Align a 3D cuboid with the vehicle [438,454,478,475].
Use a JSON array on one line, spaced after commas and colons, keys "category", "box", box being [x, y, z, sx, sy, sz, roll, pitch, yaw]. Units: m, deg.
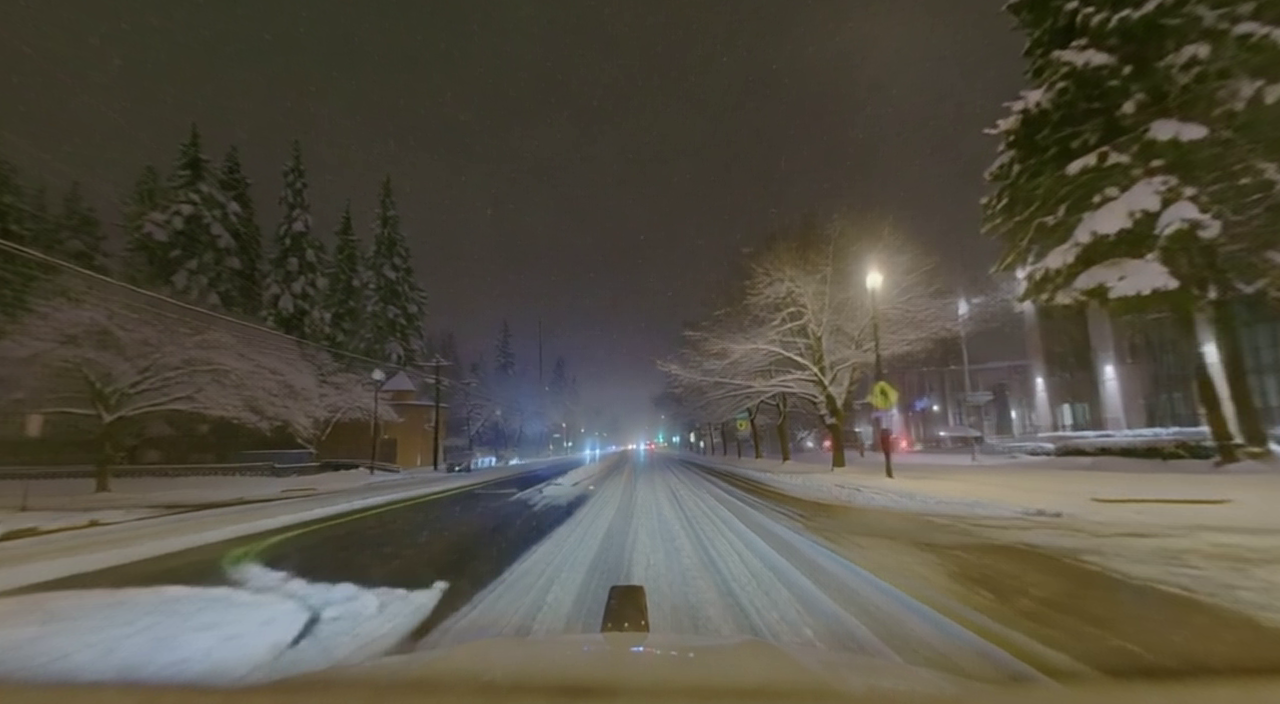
[{"category": "vehicle", "box": [-13.899, 8.578, 48.364, 1.835, 1.434, 4.325, 0, -8, 0]}]
